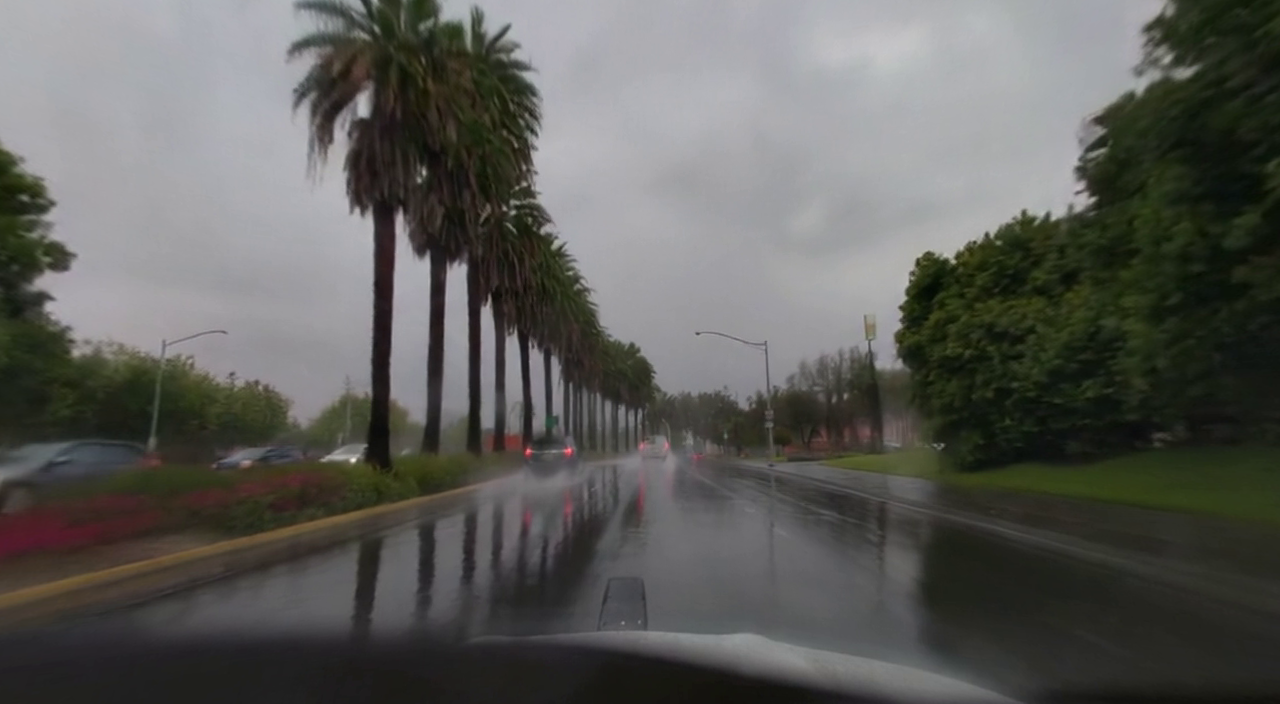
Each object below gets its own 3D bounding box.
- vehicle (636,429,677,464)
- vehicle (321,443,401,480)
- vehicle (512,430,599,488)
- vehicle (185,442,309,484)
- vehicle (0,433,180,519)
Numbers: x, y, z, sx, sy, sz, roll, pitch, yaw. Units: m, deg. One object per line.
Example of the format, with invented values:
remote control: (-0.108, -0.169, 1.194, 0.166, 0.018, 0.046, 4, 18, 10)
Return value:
vehicle: (1.368, 7.351, 48.672, 2.758, 2.550, 4.206, 0, -9, 7)
vehicle: (-15.774, 6.180, 35.800, 2.142, 1.913, 4.745, 0, -8, 3)
vehicle: (-2.857, 3.745, 22.337, 2.188, 1.819, 4.667, 0, -8, 3)
vehicle: (-20.117, 5.685, 32.616, 2.425, 1.960, 5.936, 0, -8, 2)
vehicle: (-15.654, 3.128, 16.418, 2.557, 1.912, 5.960, 0, -8, 2)
